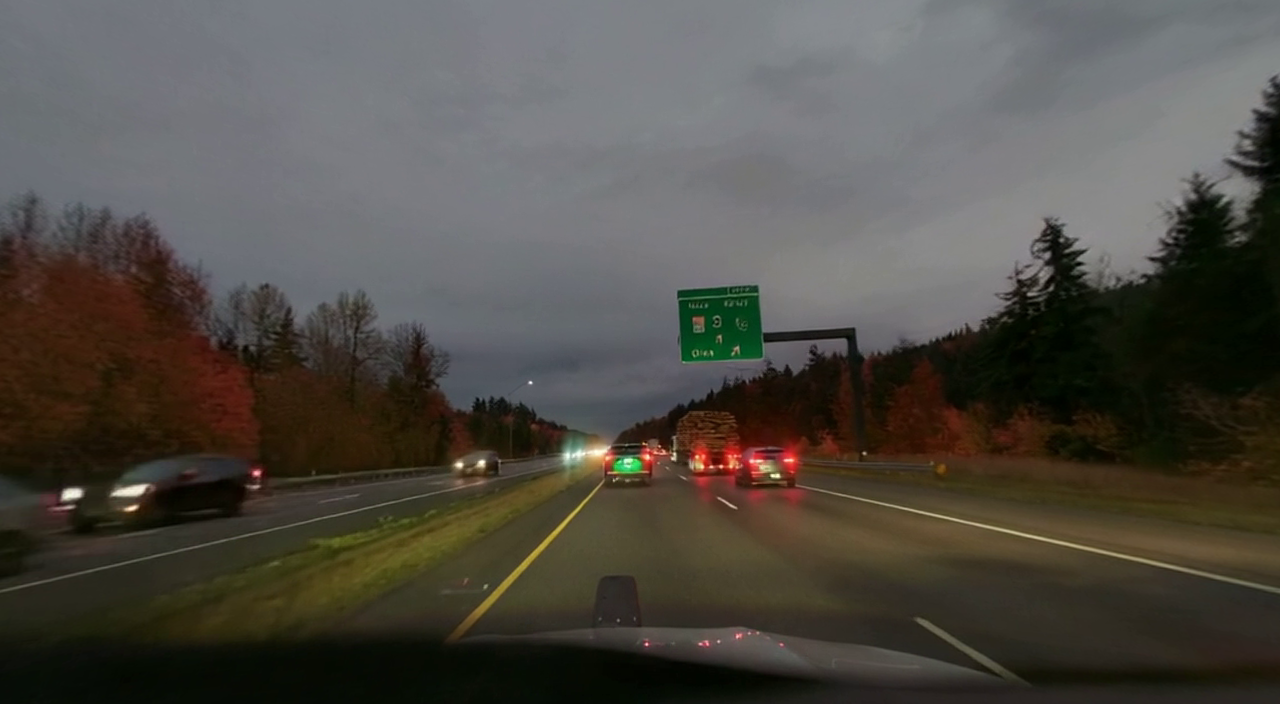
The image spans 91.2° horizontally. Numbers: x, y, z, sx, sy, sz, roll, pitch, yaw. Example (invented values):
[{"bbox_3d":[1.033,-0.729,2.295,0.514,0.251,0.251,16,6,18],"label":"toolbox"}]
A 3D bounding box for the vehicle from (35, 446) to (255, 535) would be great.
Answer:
[{"bbox_3d":[-13.381,3.693,17.485,2.215,2.079,4.694,-1,-9,0],"label":"vehicle"}]

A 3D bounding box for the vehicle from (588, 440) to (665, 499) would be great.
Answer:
[{"bbox_3d":[-0.435,3.784,20.558,2.263,1.699,3.936,0,-9,-1],"label":"vehicle"}]

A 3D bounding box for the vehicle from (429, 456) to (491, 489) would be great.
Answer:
[{"bbox_3d":[-9.249,6.188,32.503,2.075,1.516,3.955,0,-9,0],"label":"vehicle"}]

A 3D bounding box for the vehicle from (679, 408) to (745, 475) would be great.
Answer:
[{"bbox_3d":[4.522,5.922,41.112,3.125,3.895,8.461,0,-9,-1],"label":"vehicle"}]

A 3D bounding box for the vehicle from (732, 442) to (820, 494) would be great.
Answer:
[{"bbox_3d":[4.774,4.125,22.719,2.057,1.660,4.525,0,-9,-1],"label":"vehicle"}]
